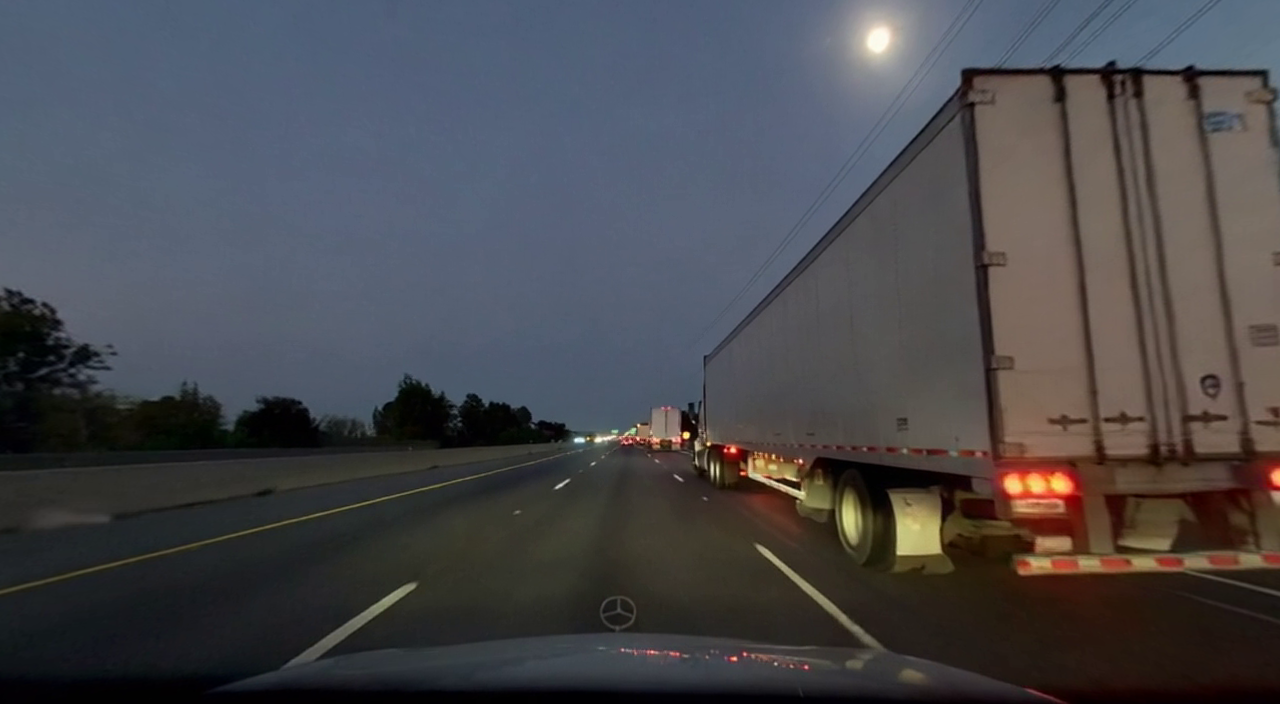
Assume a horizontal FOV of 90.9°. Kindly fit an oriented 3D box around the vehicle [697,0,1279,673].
[{"bbox_3d":[3.325,0.674,10.752,2.905,4.080,14.157,0,-8,-2],"label":"vehicle"}]
